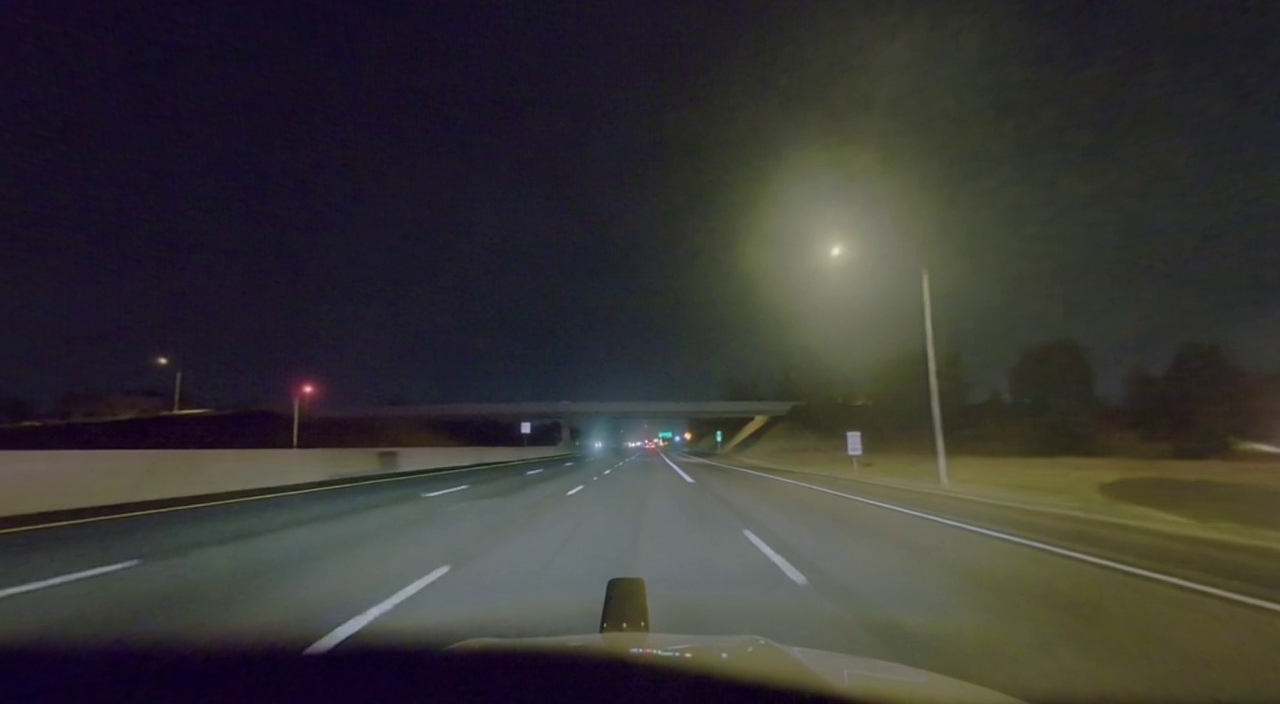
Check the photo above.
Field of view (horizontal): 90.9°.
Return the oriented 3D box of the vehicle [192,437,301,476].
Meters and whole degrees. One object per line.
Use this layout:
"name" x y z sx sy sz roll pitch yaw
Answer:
"vehicle" -20.710 5.508 33.541 2.149 1.914 5.502 0 -8 1
